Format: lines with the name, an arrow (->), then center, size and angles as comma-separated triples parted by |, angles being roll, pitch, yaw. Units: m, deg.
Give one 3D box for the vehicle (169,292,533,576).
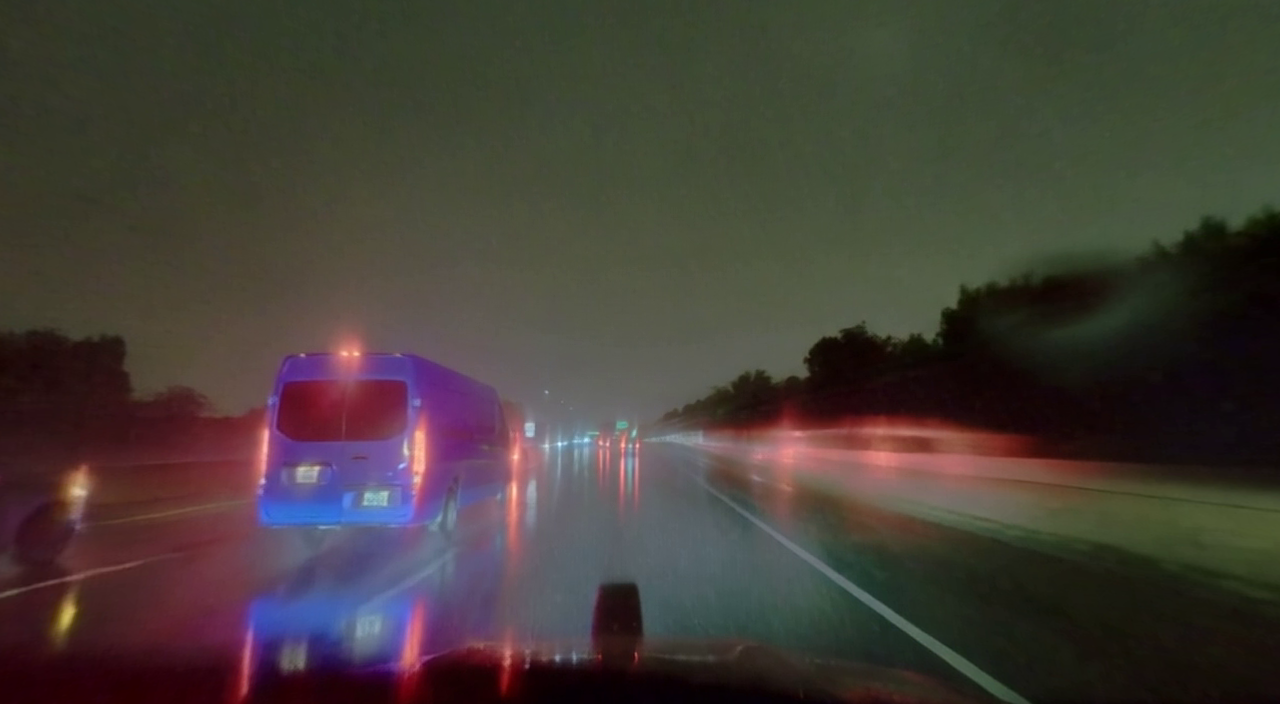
vehicle -> -3.432, 1.258, 9.880 | 2.428, 2.782, 7.330 | 0, -8, -2
